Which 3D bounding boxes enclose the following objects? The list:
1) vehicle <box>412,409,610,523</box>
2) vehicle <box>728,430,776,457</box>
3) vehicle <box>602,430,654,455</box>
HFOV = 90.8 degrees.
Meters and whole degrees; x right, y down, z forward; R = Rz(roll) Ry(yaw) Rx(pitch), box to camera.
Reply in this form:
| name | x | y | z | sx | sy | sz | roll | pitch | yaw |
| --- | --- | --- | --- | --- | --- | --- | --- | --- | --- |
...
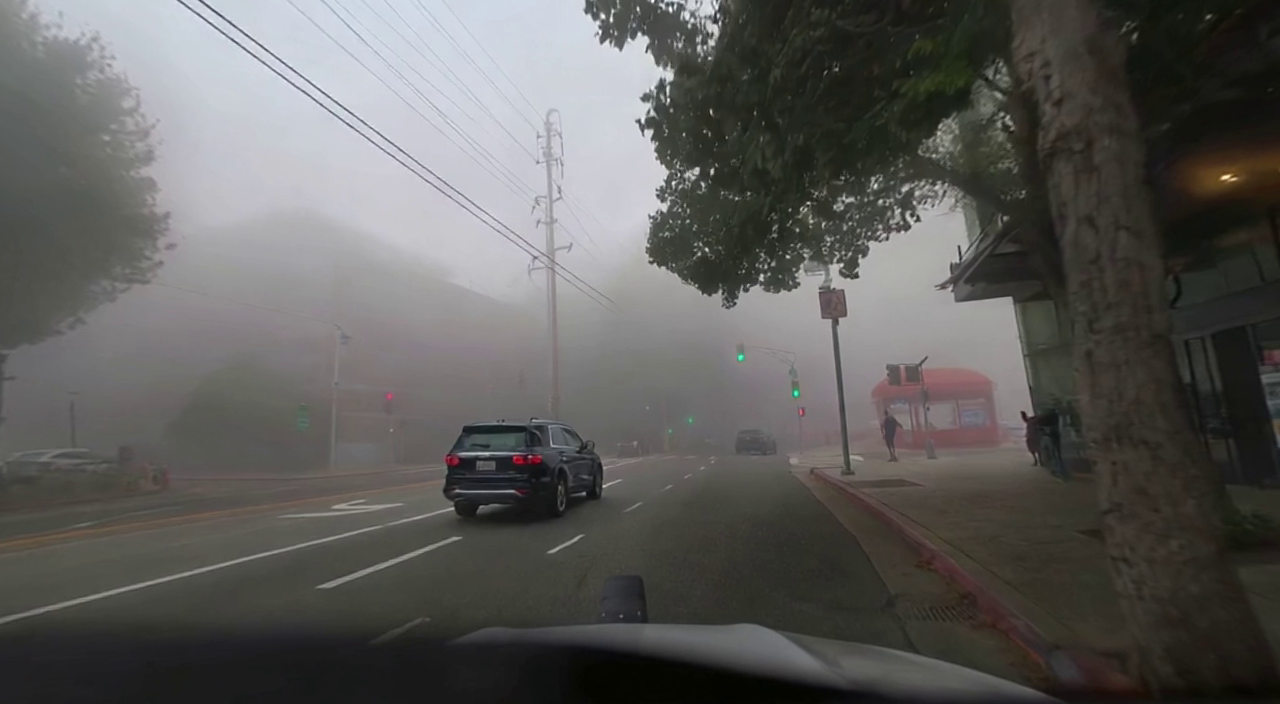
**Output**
| name | x | y | z | sx | sy | sz | roll | pitch | yaw |
| --- | --- | --- | --- | --- | --- | --- | --- | --- | --- |
| vehicle | -2.127 | 2.071 | 11.981 | 2.101 | 1.721 | 4.364 | -2 | -8 | 11 |
| vehicle | 6.718 | 5.435 | 37.447 | 2.006 | 1.470 | 4.099 | -3 | -9 | 21 |
| vehicle | -0.760 | 6.428 | 44.916 | 2.017 | 1.684 | 4.483 | -4 | -9 | 23 |
